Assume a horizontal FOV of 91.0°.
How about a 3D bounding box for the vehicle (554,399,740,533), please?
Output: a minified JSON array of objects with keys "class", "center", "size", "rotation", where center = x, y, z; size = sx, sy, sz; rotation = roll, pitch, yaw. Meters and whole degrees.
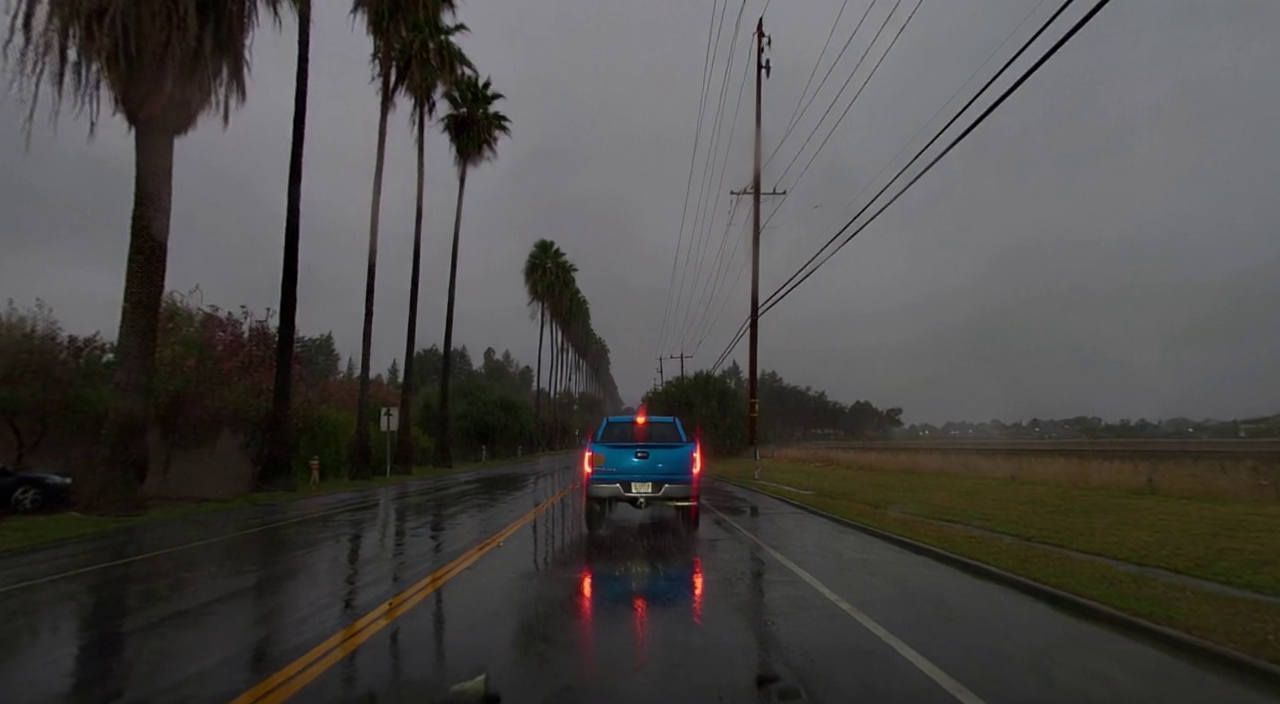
[{"class":"vehicle","center":[0.056,2.155,12.497],"size":[2.803,2.005,5.885],"rotation":[0,-8,-1]}]
